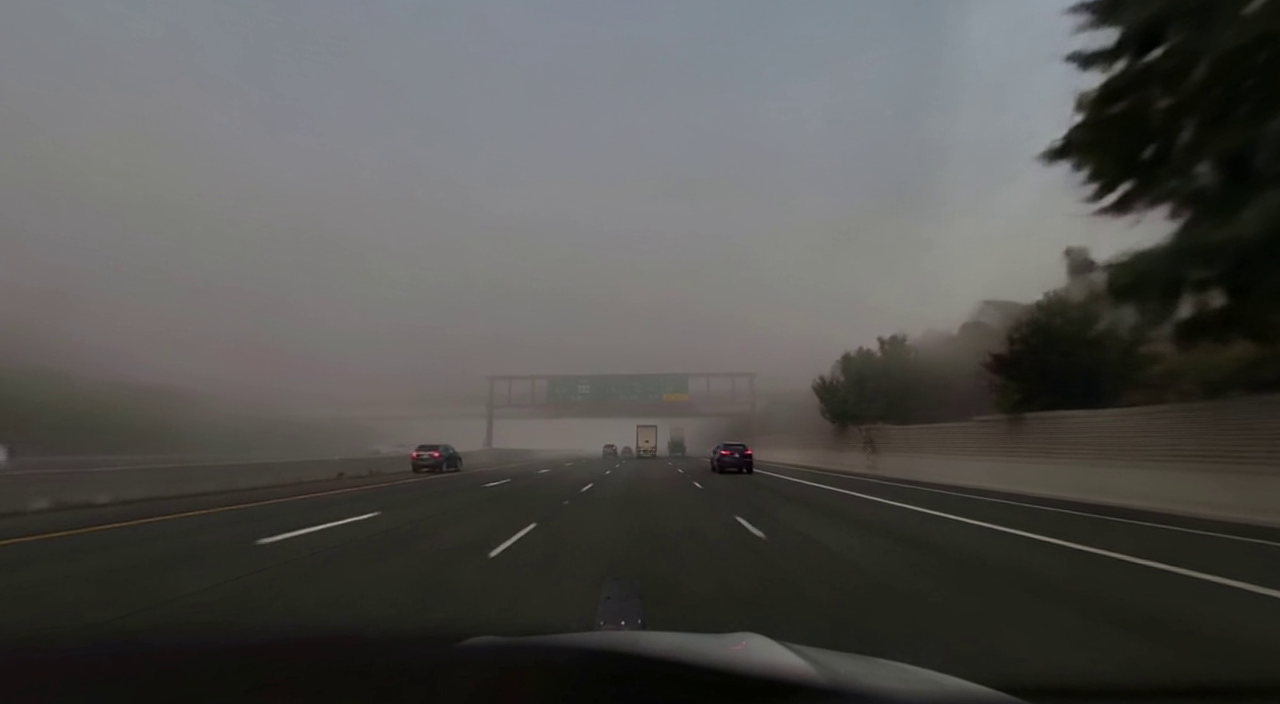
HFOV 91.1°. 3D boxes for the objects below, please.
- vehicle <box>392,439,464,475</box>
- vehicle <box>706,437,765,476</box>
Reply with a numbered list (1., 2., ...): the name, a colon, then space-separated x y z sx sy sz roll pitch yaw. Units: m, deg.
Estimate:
1. vehicle: -10.780 5.355 32.338 1.998 1.712 4.671 0 -9 1
2. vehicle: 4.303 4.794 28.996 2.046 1.655 4.143 0 -8 0
